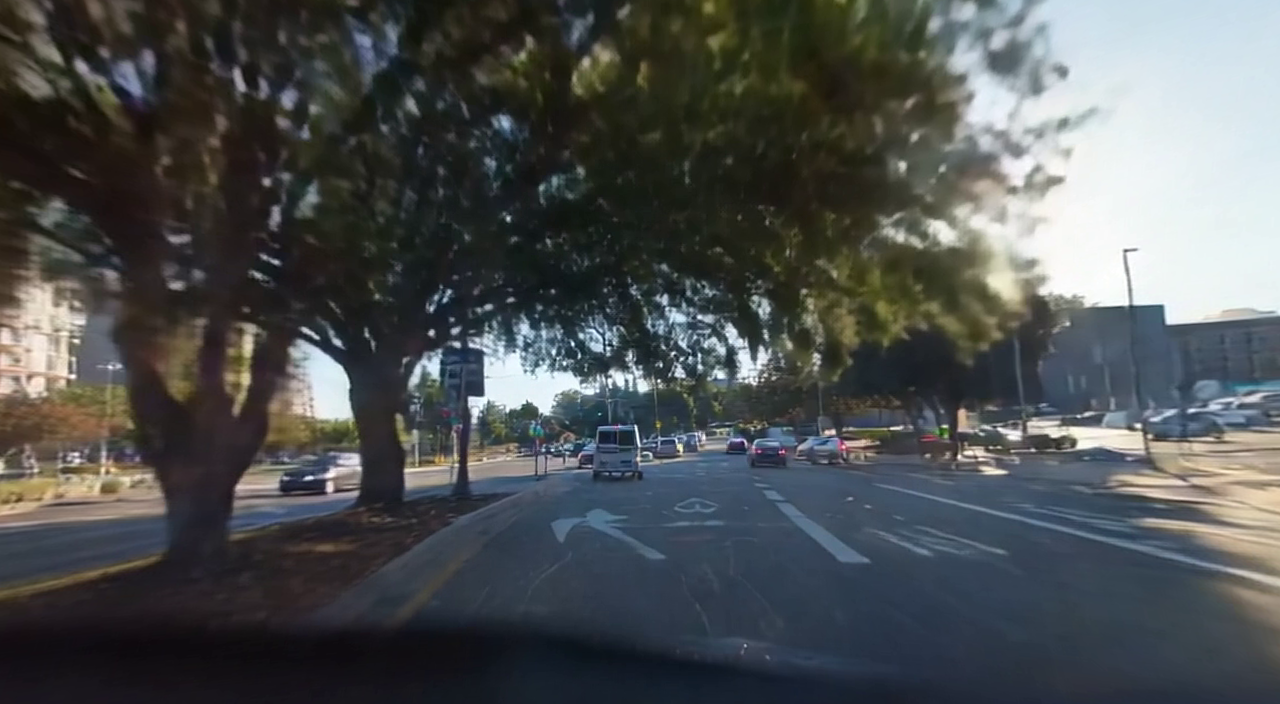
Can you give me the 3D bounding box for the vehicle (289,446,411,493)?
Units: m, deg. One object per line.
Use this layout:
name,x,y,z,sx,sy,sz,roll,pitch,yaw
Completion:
vehicle,-10.176,4.120,22.588,1.965,1.486,4.494,-1,-8,5

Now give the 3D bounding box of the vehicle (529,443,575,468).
vehicle,-5.543,6.587,40.369,1.955,1.460,4.434,-1,-8,5

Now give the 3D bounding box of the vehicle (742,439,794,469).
vehicle,6.724,5.379,33.546,2.075,1.486,4.316,-1,-8,3

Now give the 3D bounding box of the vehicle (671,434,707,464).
vehicle,3.277,6.316,41.300,2.222,1.841,4.031,-1,-8,6

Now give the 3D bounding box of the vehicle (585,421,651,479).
vehicle,-0.779,3.994,25.878,2.396,2.143,4.824,0,-8,2
